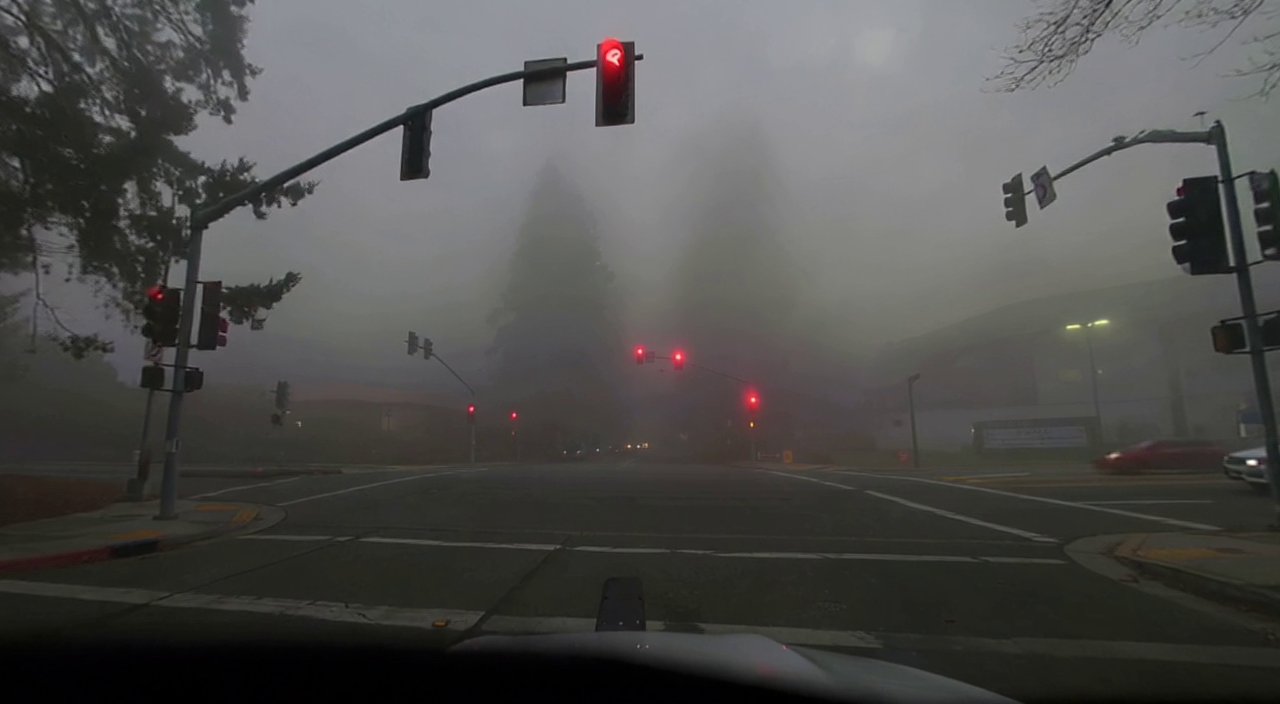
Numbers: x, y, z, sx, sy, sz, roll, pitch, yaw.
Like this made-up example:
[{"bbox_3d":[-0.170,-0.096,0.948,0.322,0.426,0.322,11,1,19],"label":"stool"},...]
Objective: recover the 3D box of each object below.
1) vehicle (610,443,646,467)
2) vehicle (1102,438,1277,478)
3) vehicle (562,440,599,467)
[{"bbox_3d":[-0.839,6.835,42.032,2.056,1.492,3.937,1,-9,-6],"label":"vehicle"},{"bbox_3d":[20.997,4.074,24.401,4.628,1.414,1.897,-3,-9,17],"label":"vehicle"},{"bbox_3d":[-4.088,7.104,44.289,2.251,1.756,4.610,0,-9,-1],"label":"vehicle"}]
